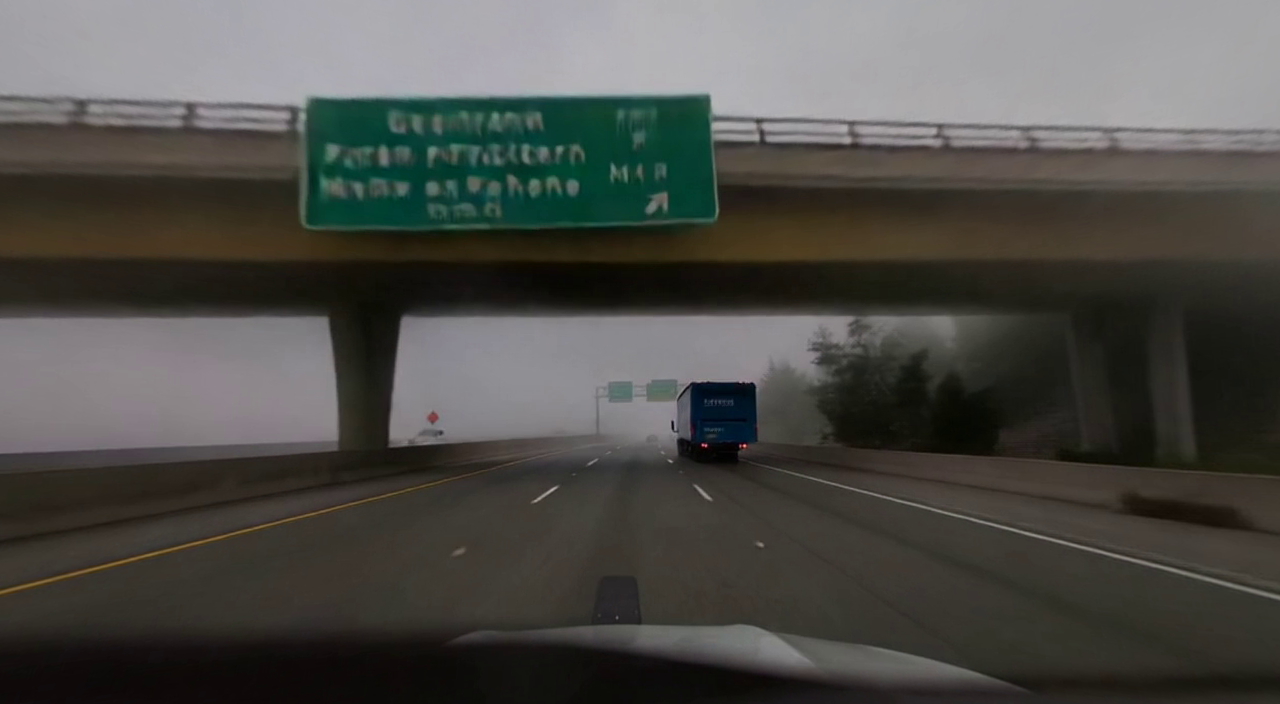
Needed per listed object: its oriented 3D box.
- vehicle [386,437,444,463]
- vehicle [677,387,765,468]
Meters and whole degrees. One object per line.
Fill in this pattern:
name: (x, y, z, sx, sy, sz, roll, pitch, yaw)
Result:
vehicle: (-13.871, 6.028, 39.158, 1.894, 1.483, 4.573, 0, -8, 0)
vehicle: (3.738, 3.895, 32.065, 2.849, 3.391, 11.018, 0, -8, -1)
